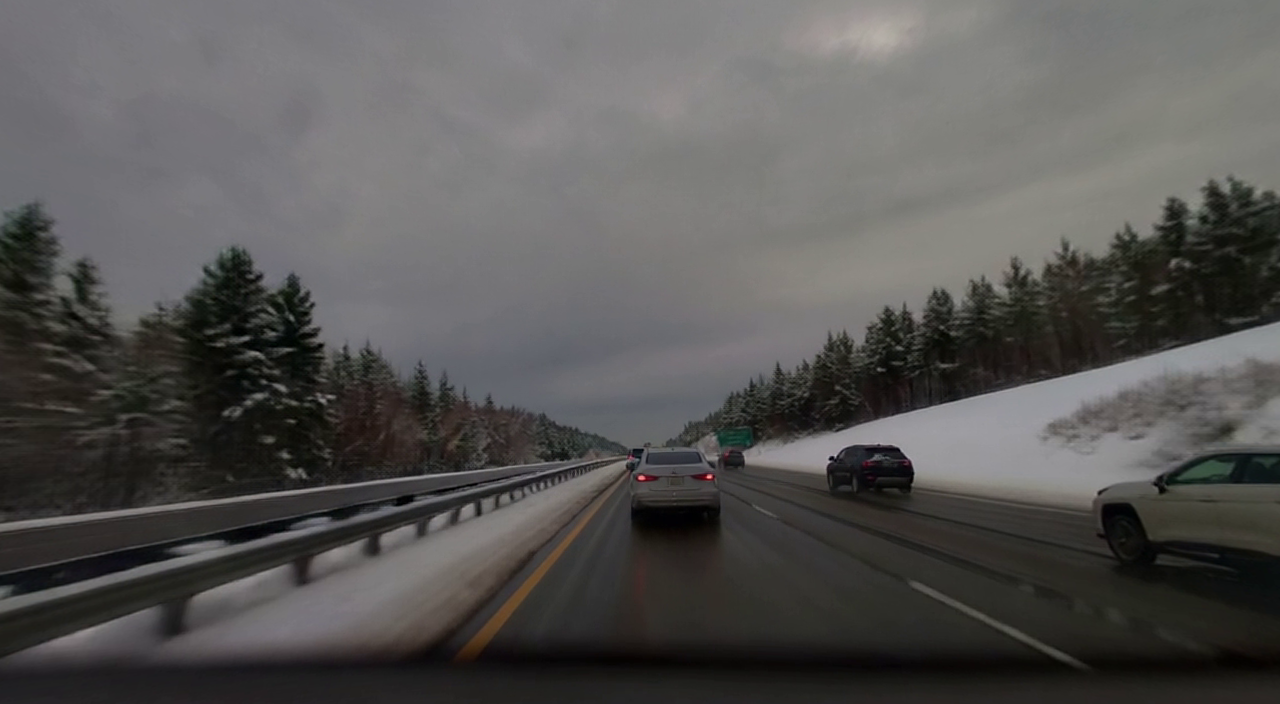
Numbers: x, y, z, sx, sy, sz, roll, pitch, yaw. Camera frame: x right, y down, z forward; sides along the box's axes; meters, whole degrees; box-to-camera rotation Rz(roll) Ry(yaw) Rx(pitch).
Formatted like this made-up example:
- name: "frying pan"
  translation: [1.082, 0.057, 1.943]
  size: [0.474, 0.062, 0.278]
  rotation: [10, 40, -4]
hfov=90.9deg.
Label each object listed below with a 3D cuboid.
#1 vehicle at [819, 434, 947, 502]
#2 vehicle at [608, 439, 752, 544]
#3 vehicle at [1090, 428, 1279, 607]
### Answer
- name: "vehicle"
  translation: [6.808, 3.283, 18.227]
  size: [1.980, 1.702, 4.235]
  rotation: [0, -9, 0]
- name: "vehicle"
  translation: [0.581, 2.326, 11.084]
  size: [2.076, 1.485, 3.774]
  rotation: [0, -9, 0]
- name: "vehicle"
  translation: [6.350, 1.398, 5.377]
  size: [1.965, 1.484, 4.090]
  rotation: [0, -9, 0]
